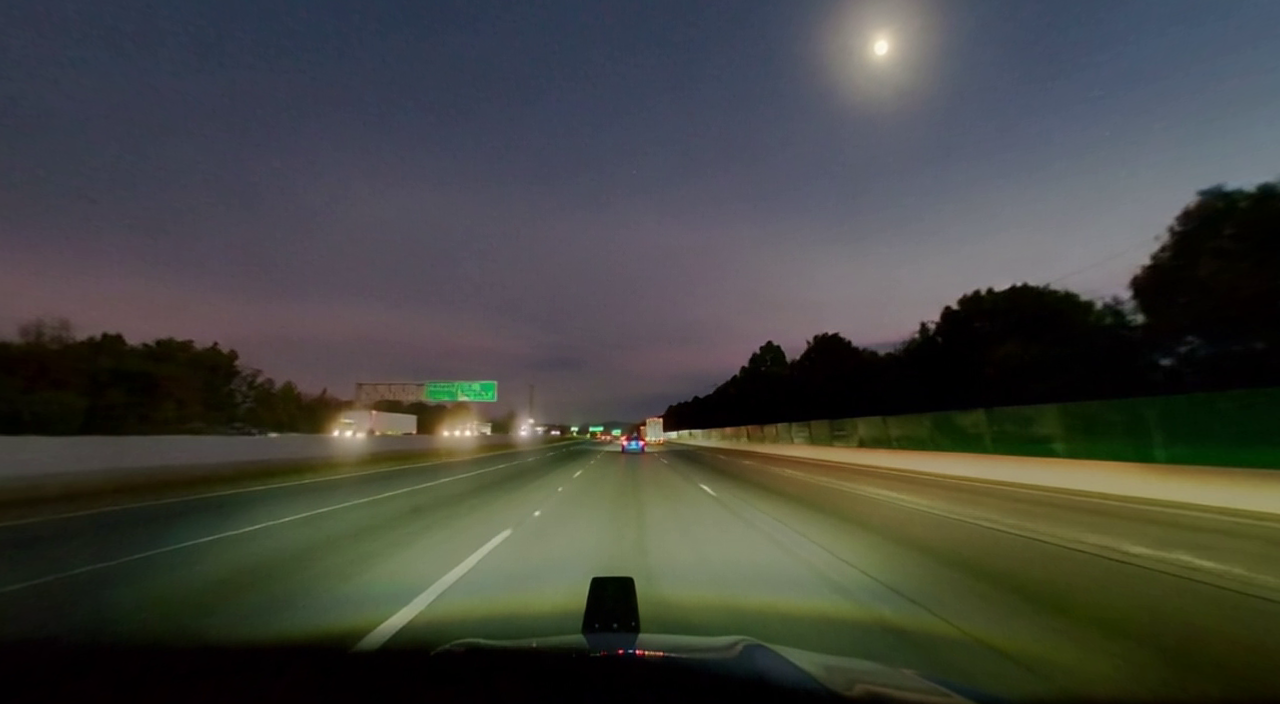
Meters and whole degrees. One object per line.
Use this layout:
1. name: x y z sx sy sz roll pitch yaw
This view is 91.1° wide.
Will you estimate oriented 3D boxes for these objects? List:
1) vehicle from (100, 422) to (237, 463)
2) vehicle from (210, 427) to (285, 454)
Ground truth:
1. vehicle: -18.807 3.640 25.416 1.964 1.502 4.665 0 -8 0
2. vehicle: -22.392 5.066 36.073 1.802 1.481 3.958 0 -8 -1
